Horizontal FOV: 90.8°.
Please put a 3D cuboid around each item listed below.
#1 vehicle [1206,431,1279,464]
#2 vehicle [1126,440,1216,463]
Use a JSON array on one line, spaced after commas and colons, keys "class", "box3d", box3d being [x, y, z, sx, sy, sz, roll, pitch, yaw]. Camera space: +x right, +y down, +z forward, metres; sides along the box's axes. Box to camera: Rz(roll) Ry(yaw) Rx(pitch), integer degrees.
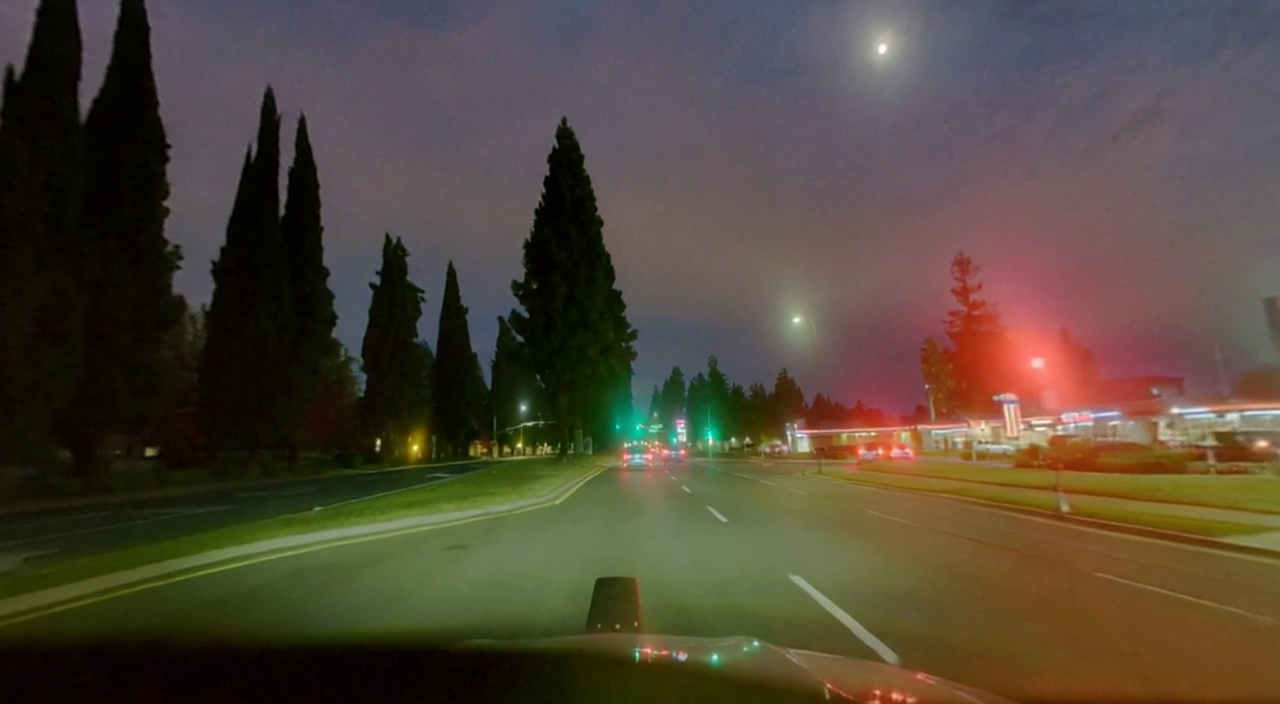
[{"class": "vehicle", "box3d": [34.772, 5.239, 34.863, 2.094, 1.741, 4.669, 4, -8, -29]}, {"class": "vehicle", "box3d": [40.351, 7.525, 48.138, 1.962, 1.620, 4.755, 5, -9, -29]}]
